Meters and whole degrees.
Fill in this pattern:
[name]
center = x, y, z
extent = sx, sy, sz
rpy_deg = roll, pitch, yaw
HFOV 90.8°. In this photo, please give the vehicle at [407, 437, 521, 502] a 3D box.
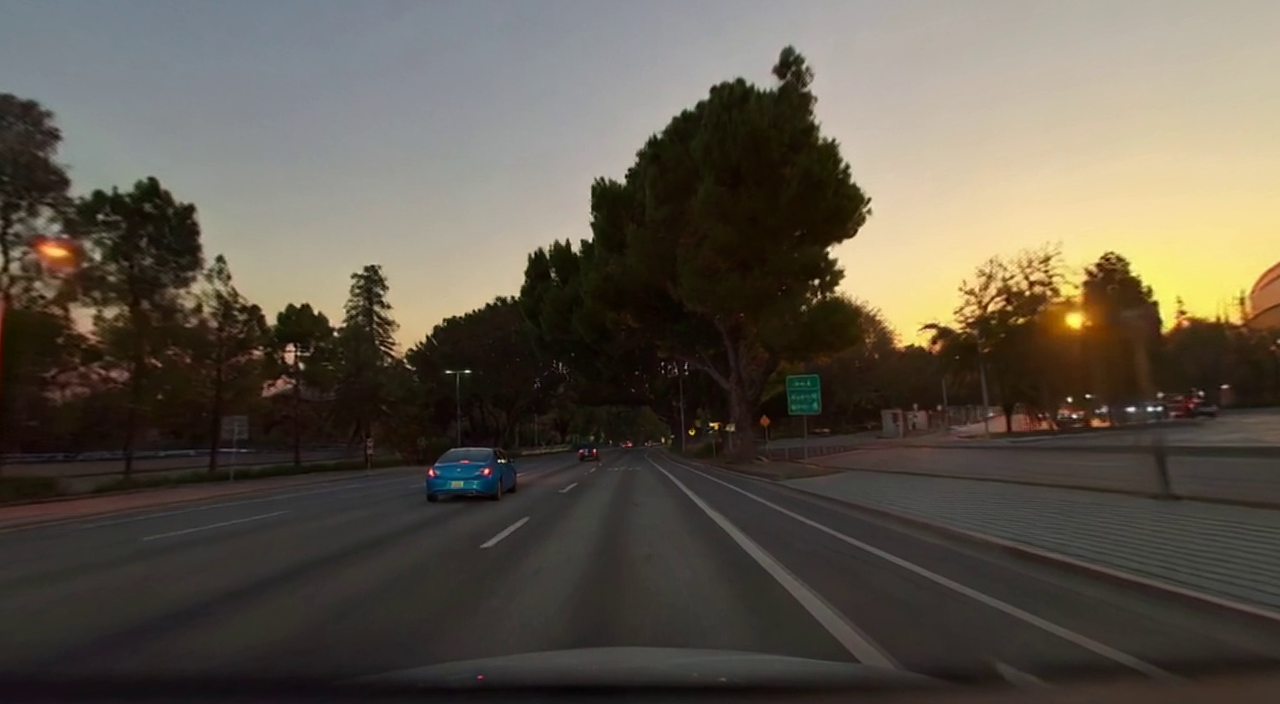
[vehicle]
center = -4.485, 3.041, 16.796
extent = 1.964, 1.472, 4.078
rpy_deg = 0, -8, -2
